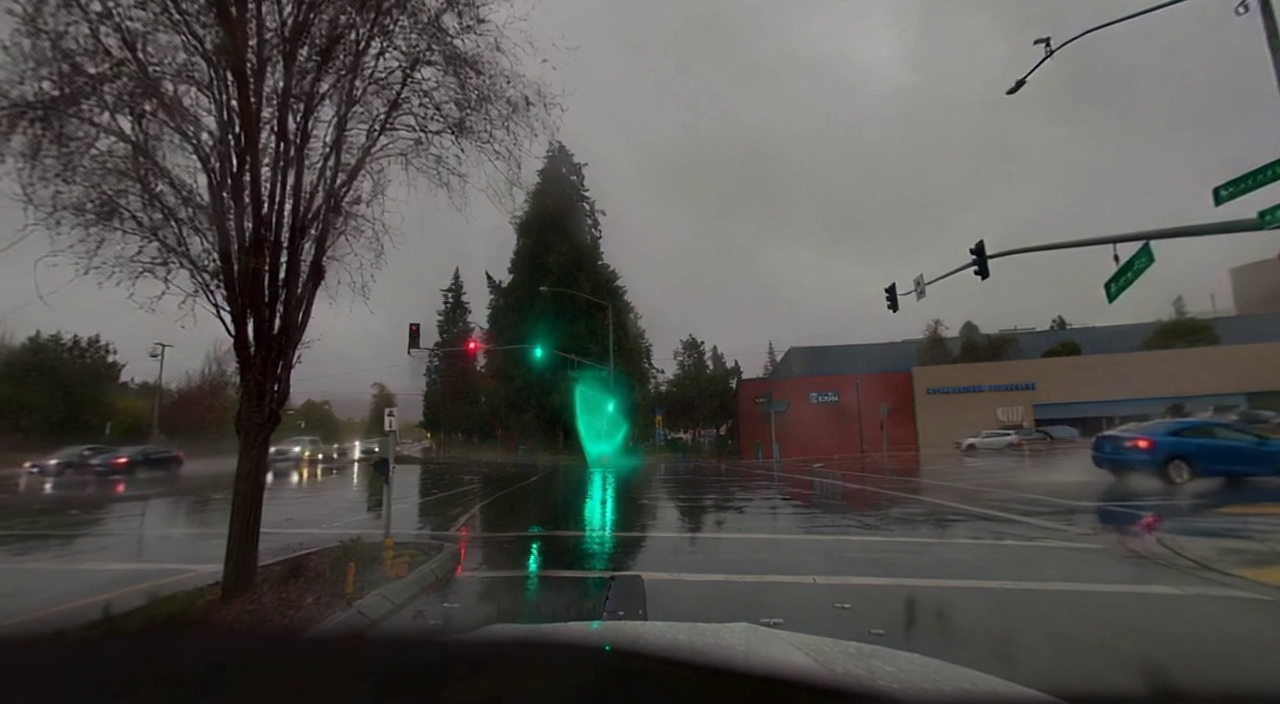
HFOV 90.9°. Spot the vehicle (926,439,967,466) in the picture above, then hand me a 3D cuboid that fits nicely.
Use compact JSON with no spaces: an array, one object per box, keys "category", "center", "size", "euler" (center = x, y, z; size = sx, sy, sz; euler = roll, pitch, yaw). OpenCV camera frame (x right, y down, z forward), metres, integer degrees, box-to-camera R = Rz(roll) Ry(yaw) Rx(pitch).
[{"category":"vehicle","center":[18.134,5.908,37.169],"size":[1.930,1.492,4.703],"euler":[-5,-9,27]}]

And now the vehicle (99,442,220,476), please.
[{"category":"vehicle","center":[-22.735,5.059,30.130],"size":[2.206,1.447,4.697],"euler":[0,-8,-2]}]

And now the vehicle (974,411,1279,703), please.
[{"category":"vehicle","center":[4.113,1.070,3.306],"size":[1.940,1.487,4.562],"euler":[0,-8,-5]}]

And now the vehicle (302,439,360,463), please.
[{"category":"vehicle","center":[-23.762,7.619,48.657],"size":[2.111,1.742,4.757],"euler":[0,-8,-2]}]

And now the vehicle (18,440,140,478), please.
[{"category":"vehicle","center":[-26.772,5.090,30.315],"size":[1.886,1.694,4.420],"euler":[0,-8,-2]}]

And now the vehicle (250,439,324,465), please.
[{"category":"vehicle","center":[-27.438,7.810,49.360],"size":[2.233,1.889,6.305],"euler":[0,-8,-1]}]
